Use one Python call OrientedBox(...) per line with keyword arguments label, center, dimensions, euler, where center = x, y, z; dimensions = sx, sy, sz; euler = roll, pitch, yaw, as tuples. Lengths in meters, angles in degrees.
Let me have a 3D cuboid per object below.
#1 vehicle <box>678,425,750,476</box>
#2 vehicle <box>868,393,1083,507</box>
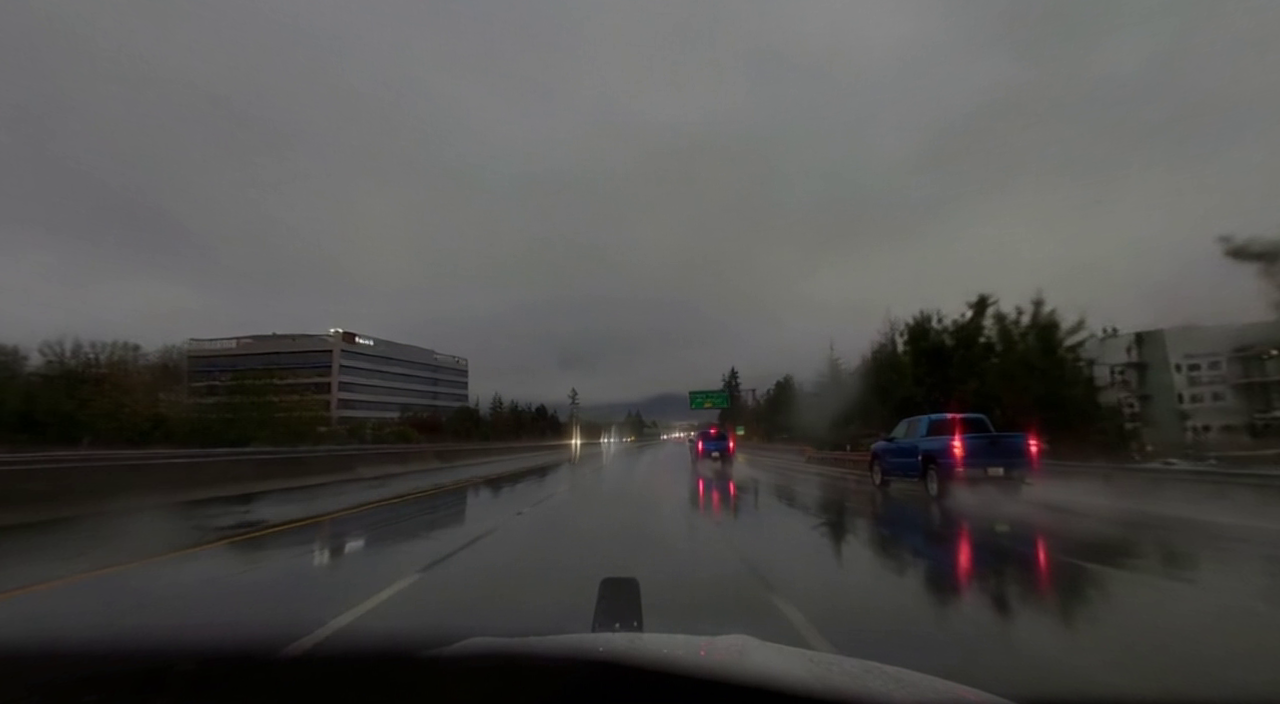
OrientedBox(label="vehicle", center=(3.086, 4.279, 27.614), dimensions=(2.462, 1.984, 4.718), euler=(0, -9, -2))
OrientedBox(label="vehicle", center=(7.698, 2.358, 15.377), dimensions=(2.158, 2.268, 5.396), euler=(0, -9, -1))
